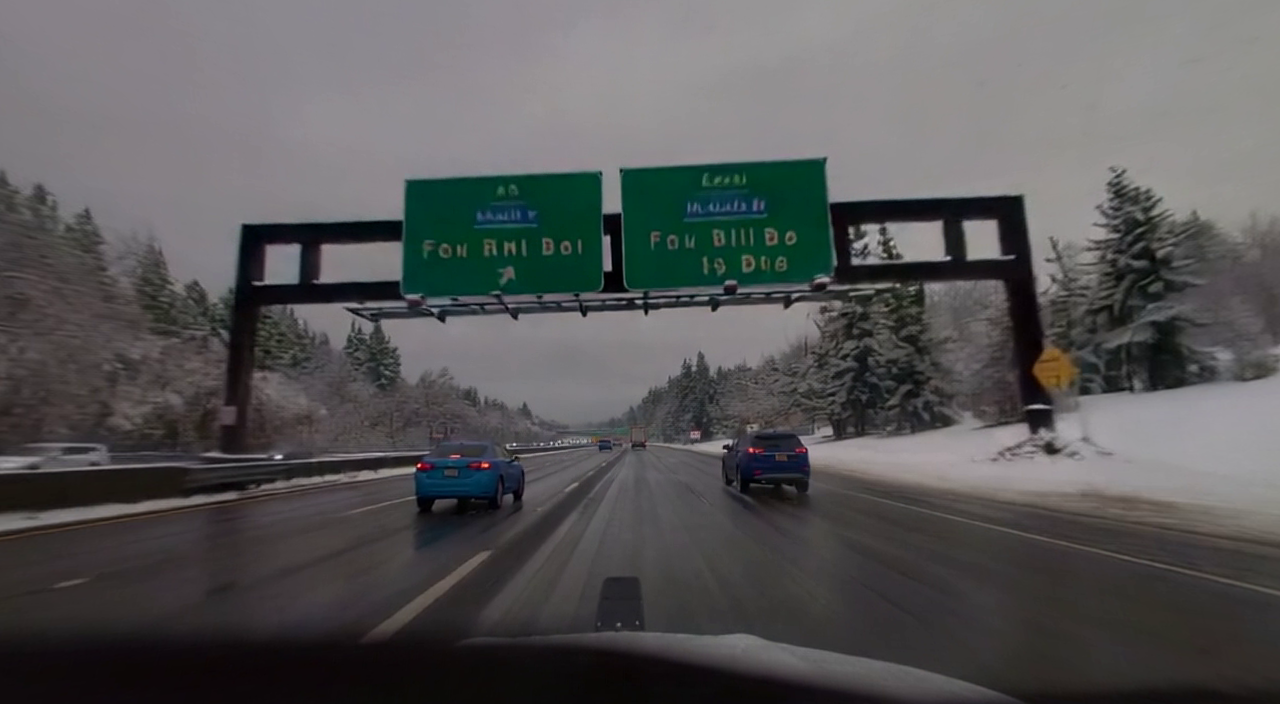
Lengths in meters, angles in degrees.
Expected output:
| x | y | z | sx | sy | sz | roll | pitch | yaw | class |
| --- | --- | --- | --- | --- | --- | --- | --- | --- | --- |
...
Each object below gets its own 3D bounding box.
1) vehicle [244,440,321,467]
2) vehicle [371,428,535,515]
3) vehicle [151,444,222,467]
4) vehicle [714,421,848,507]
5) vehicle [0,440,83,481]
| x | y | z | sx | sy | sz | roll | pitch | yaw | class |
| --- | --- | --- | --- | --- | --- | --- | --- | --- | --- |
| -21.552 | 6.162 | 38.344 | 1.879 | 1.502 | 4.735 | 0 | -9 | 0 | vehicle |
| -3.849 | 2.580 | 14.124 | 2.118 | 1.573 | 4.940 | 0 | -9 | 0 | vehicle |
| -33.161 | 7.556 | 46.311 | 1.903 | 1.566 | 4.432 | 0 | -9 | 0 | vehicle |
| 3.078 | 2.567 | 14.790 | 2.053 | 1.714 | 4.097 | 0 | -9 | -2 | vehicle |
| -25.190 | 4.297 | 25.104 | 2.132 | 1.501 | 4.345 | 0 | -9 | 0 | vehicle |
